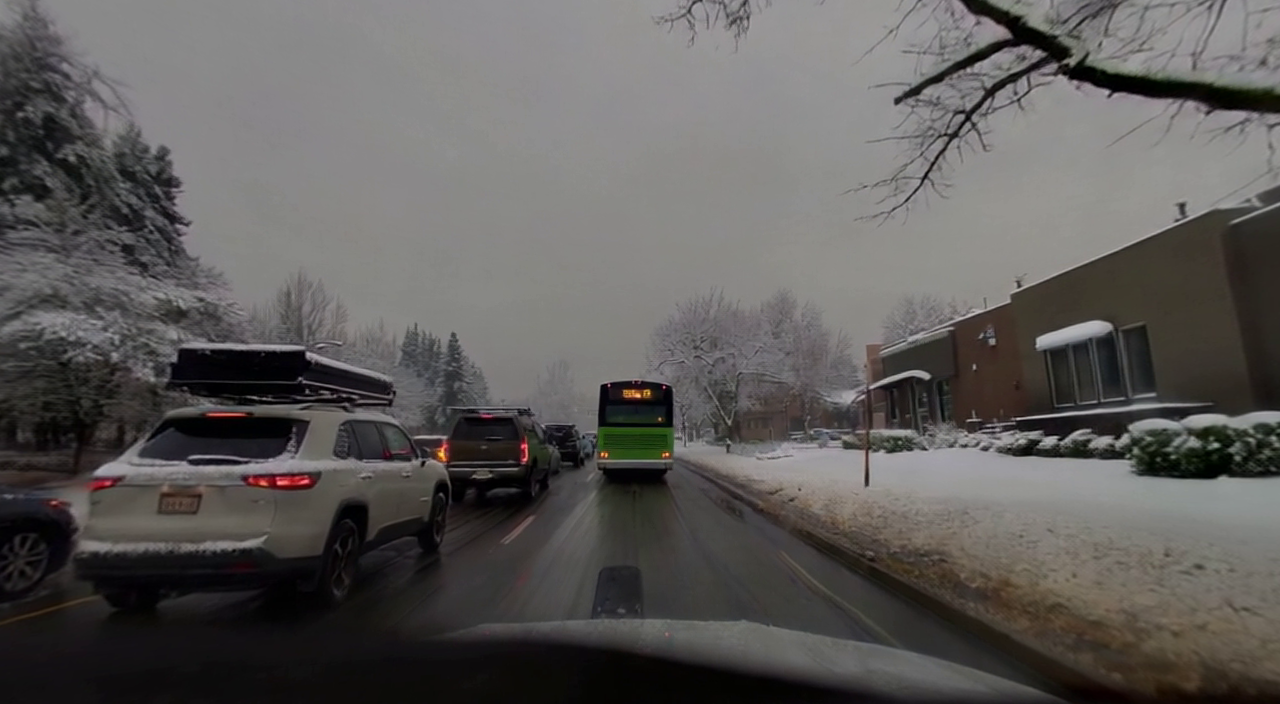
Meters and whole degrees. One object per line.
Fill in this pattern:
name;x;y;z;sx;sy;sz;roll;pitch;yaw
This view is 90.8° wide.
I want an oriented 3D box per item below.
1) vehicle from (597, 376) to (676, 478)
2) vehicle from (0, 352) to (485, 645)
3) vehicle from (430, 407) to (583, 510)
vehicle;-0.125;3.744;30.111;2.970;3.857;12.200;0;-9;0
vehicle;-3.355;1.316;6.667;2.095;1.892;5.043;0;-9;1
vehicle;-3.045;2.652;16.147;2.546;2.125;5.869;0;-9;1
